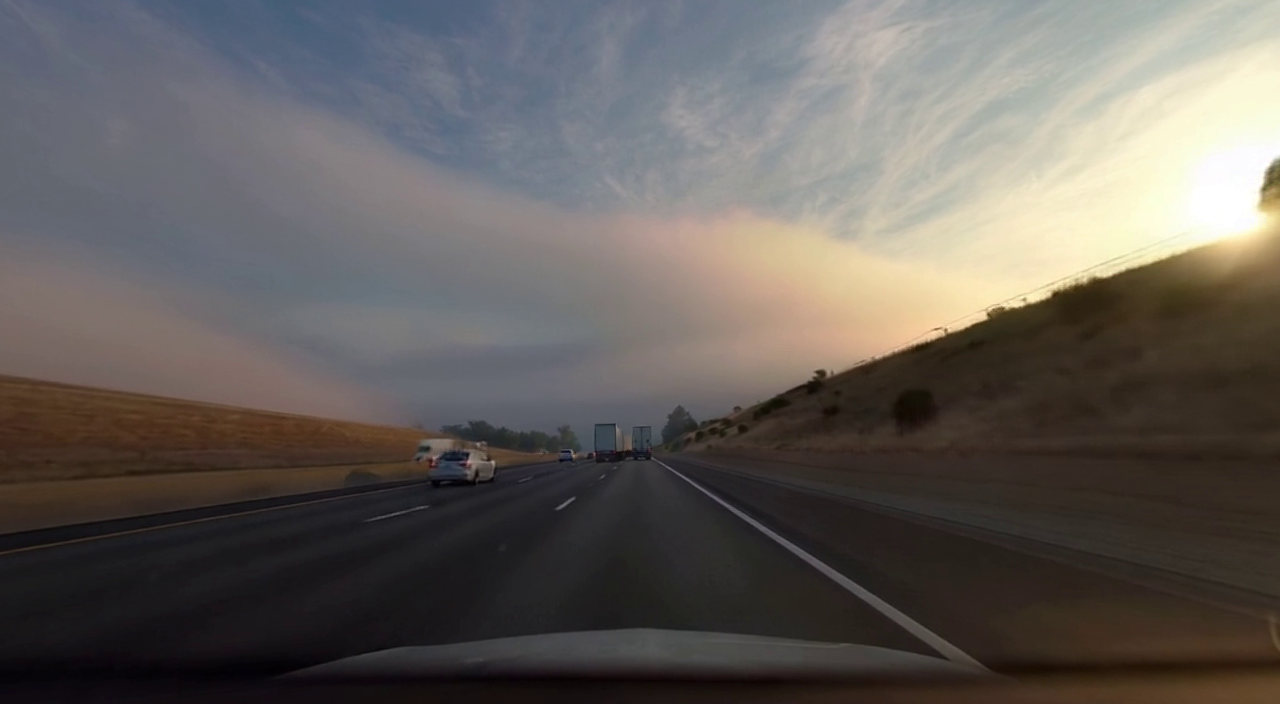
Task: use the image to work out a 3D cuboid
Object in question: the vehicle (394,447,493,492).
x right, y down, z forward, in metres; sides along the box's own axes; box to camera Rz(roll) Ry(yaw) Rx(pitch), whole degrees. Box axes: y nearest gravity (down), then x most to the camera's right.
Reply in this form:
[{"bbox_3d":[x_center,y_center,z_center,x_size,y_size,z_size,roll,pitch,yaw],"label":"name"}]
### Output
[{"bbox_3d":[-7.090,4.294,23.435,2.036,1.474,5.011,0,-9,0],"label":"vehicle"}]
